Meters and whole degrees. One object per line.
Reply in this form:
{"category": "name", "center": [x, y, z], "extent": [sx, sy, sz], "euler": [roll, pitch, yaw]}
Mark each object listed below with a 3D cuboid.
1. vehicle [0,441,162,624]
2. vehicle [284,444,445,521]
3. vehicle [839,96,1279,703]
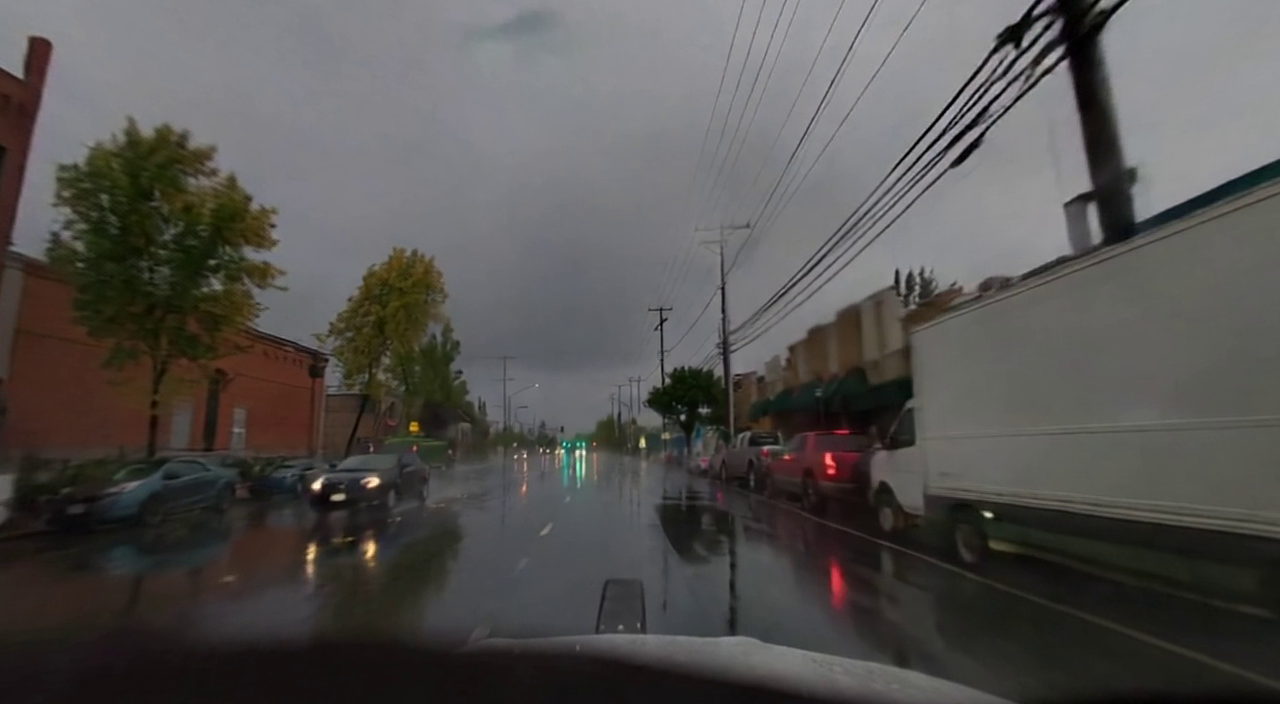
{"category": "vehicle", "center": [-6.098, 1.392, 4.603], "extent": [1.845, 1.469, 4.413], "euler": [0, -8, -2]}
{"category": "vehicle", "center": [-6.109, 2.898, 14.697], "extent": [1.925, 1.479, 4.444], "euler": [0, -8, -3]}
{"category": "vehicle", "center": [4.658, 0.564, 5.548], "extent": [2.815, 3.203, 7.558], "euler": [0, -8, -4]}
